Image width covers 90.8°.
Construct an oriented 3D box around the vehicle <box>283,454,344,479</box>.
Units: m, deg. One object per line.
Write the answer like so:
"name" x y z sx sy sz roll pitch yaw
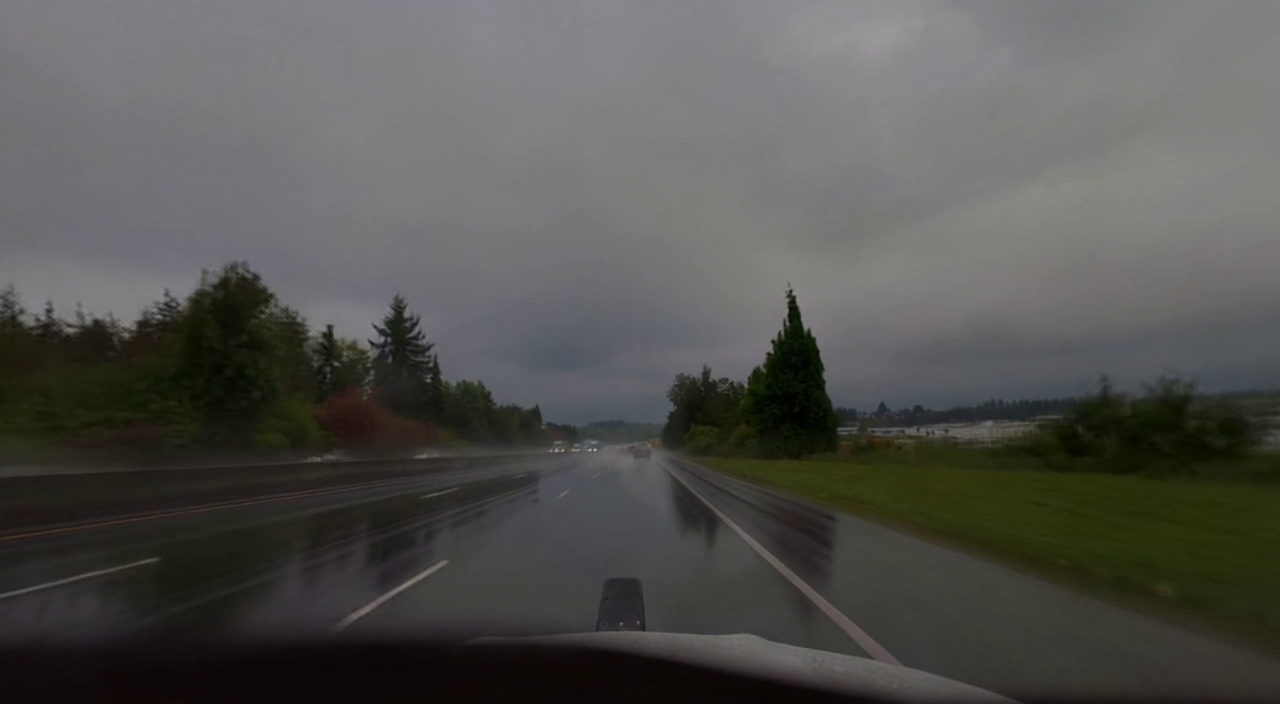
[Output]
"vehicle" -21.011 7.369 40.801 1.776 1.443 4.091 0 -9 0
